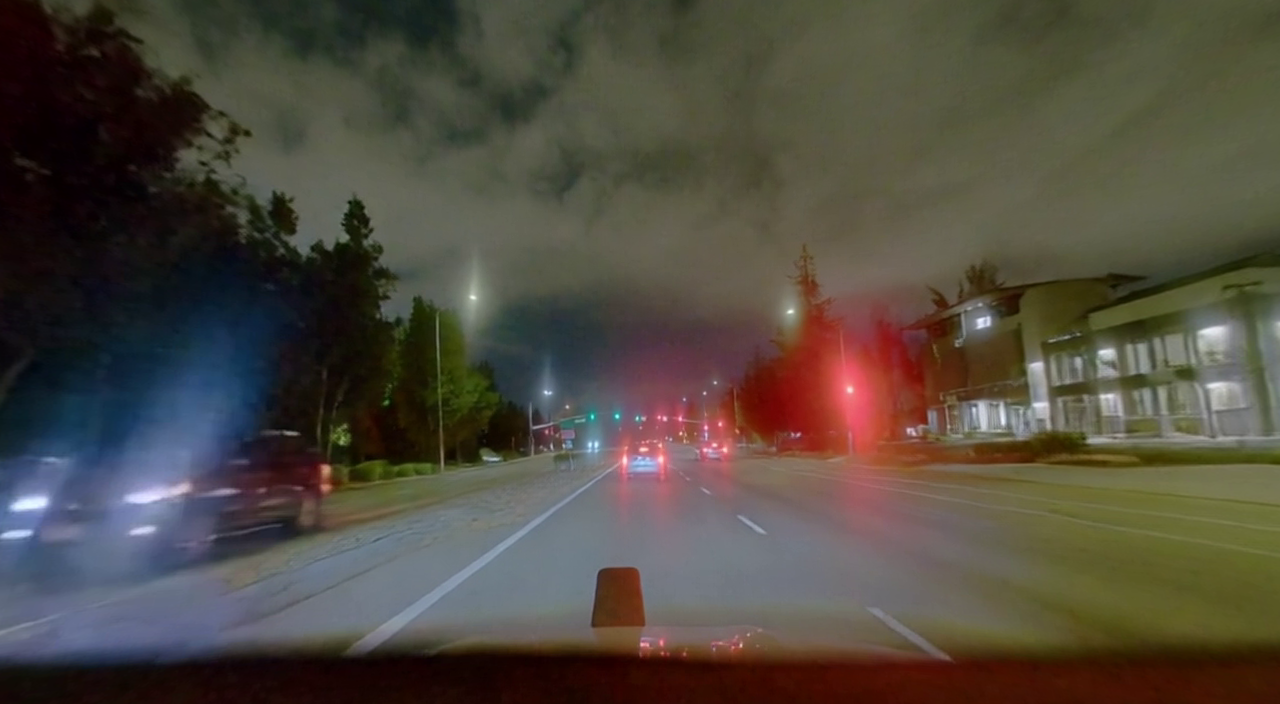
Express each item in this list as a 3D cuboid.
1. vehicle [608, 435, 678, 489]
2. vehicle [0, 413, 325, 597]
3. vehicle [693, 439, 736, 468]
[{"bbox_3d":[0.108,3.810,22.090,2.181,1.639,4.127,-1,-9,0],"label":"vehicle"},{"bbox_3d":[-6.569,1.886,8.645,2.174,1.802,4.591,-1,-9,-1],"label":"vehicle"},{"bbox_3d":[4.557,6.273,39.183,1.987,1.613,4.081,-1,-9,-2],"label":"vehicle"}]
